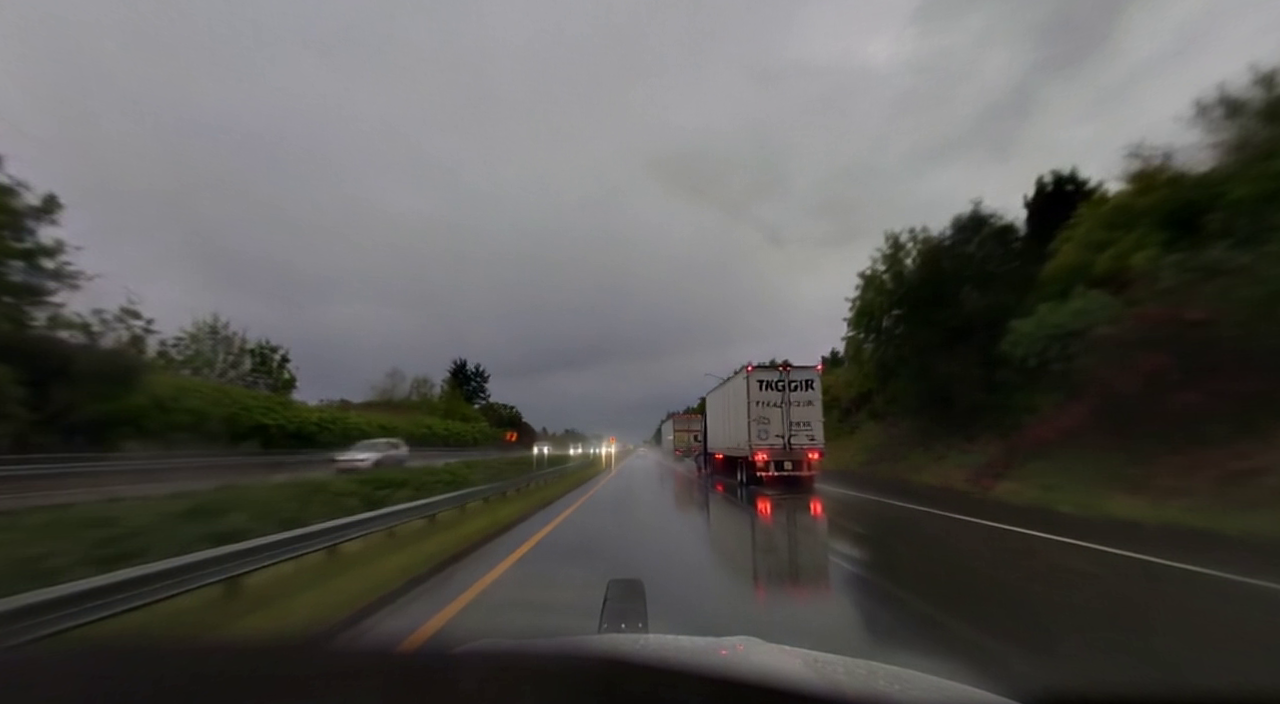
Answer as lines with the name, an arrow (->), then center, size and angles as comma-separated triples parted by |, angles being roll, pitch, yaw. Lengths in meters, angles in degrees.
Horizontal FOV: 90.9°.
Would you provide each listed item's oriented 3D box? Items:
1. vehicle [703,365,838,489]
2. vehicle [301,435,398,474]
vehicle -> 5.018, 3.558, 28.005 | 2.929, 4.093, 14.258 | 0, -9, 0
vehicle -> -11.934, 4.271, 26.259 | 1.879, 1.464, 4.504 | 0, -9, 1
